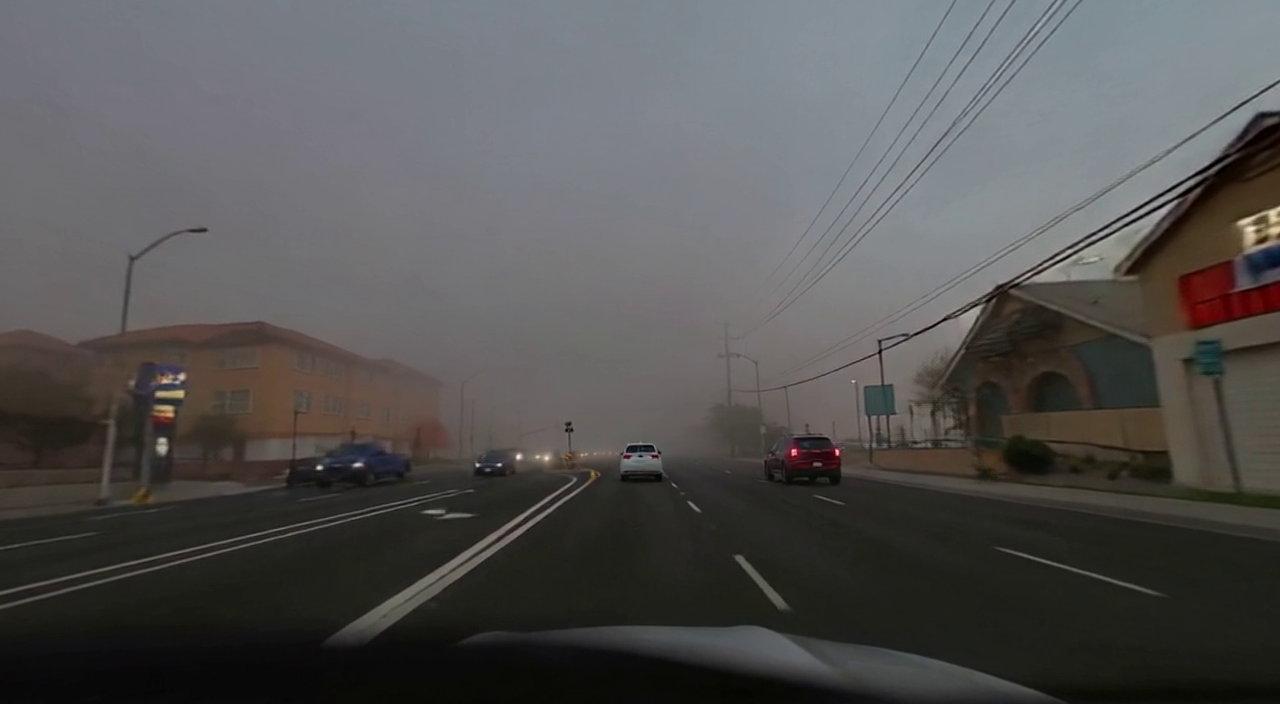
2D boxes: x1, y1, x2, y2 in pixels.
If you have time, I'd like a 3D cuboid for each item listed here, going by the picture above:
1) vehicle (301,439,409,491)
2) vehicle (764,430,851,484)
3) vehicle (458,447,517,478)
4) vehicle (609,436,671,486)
[{"bbox_3d":[-11.030,4.383,24.817,2.078,1.825,4.611,0,-9,-1],"label":"vehicle"},{"bbox_3d":[6.315,4.011,24.264,2.061,1.889,4.268,0,-9,-1],"label":"vehicle"},{"bbox_3d":[-7.993,5.824,33.474,1.941,1.514,4.618,0,-9,0],"label":"vehicle"},{"bbox_3d":[-0.035,4.066,23.741,2.138,1.702,4.168,0,-9,-1],"label":"vehicle"}]
